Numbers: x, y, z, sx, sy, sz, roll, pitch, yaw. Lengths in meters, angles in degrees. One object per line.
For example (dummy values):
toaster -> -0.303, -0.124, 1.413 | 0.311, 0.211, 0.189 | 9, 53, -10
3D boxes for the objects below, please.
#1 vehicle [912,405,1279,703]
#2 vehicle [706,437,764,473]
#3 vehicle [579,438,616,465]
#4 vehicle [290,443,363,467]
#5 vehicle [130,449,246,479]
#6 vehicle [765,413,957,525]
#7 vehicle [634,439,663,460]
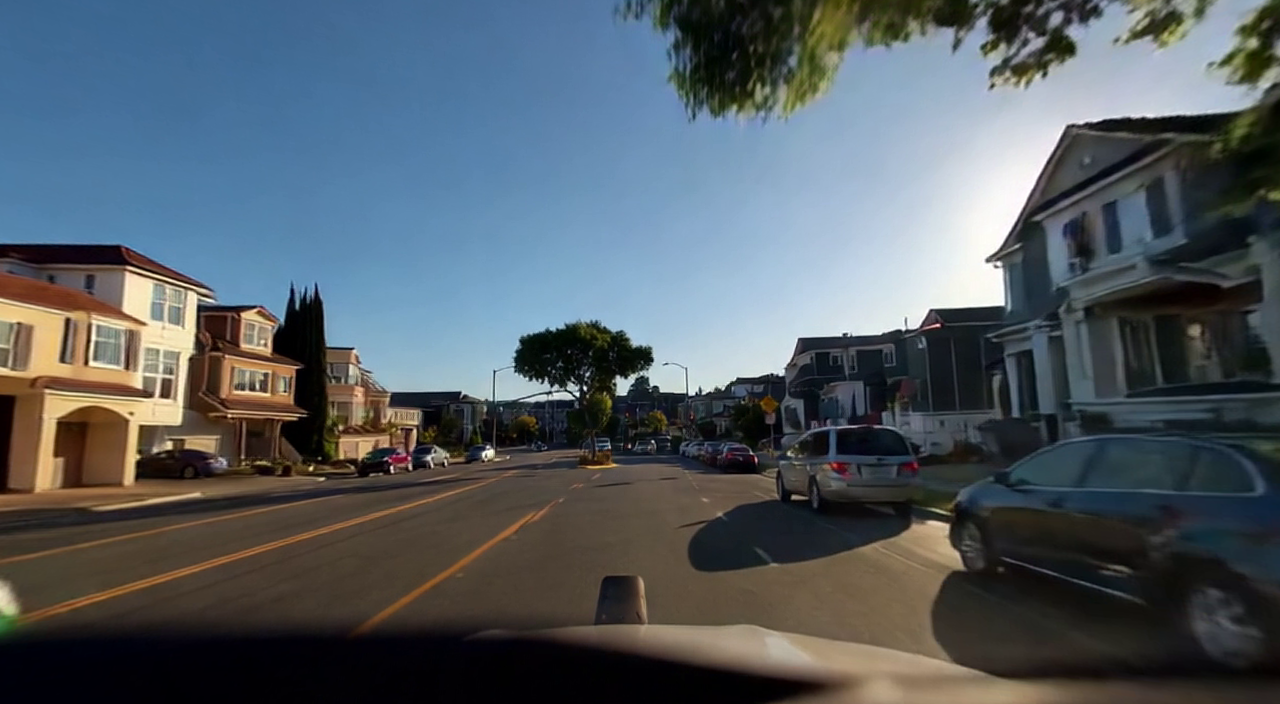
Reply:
vehicle -> 3.935, 1.207, 4.449 | 1.956, 1.468, 4.524 | 0, -8, -1
vehicle -> 4.208, 4.631, 28.572 | 1.964, 1.485, 4.454 | 0, -8, 1
vehicle -> -2.518, 6.015, 38.322 | 1.986, 1.508, 4.261 | 0, -8, 0
vehicle -> -22.139, 7.274, 44.703 | 4.091, 1.614, 1.910 | 0, -8, -1
vehicle -> -22.308, 5.521, 31.272 | 4.397, 1.423, 1.789 | -1, -8, 2
vehicle -> 4.021, 2.219, 12.491 | 2.069, 1.780, 4.480 | 0, -8, -1
vehicle -> 0.603, 7.103, 46.164 | 2.081, 1.475, 4.361 | 0, -8, 0
